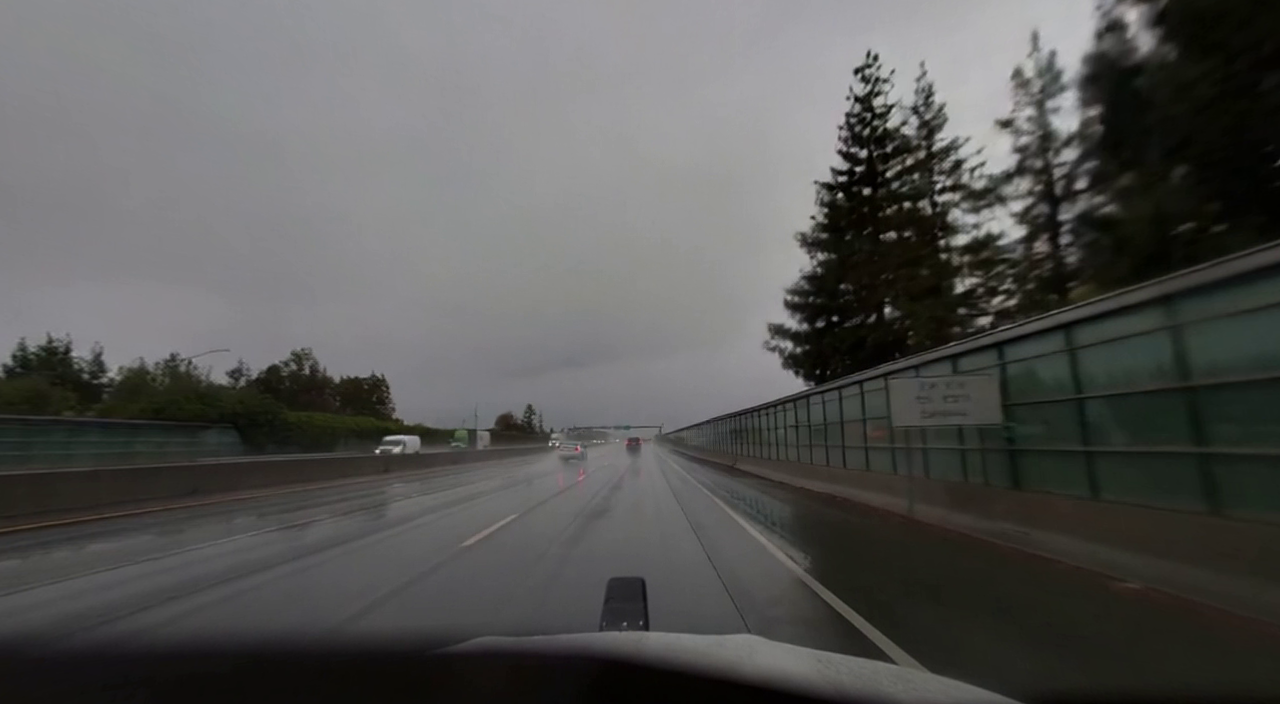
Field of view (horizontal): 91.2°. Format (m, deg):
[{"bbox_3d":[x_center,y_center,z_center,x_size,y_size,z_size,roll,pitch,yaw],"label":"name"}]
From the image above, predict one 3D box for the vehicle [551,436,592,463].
[{"bbox_3d":[-4.216,6.057,39.070,2.063,1.598,4.189,0,-8,0],"label":"vehicle"}]
